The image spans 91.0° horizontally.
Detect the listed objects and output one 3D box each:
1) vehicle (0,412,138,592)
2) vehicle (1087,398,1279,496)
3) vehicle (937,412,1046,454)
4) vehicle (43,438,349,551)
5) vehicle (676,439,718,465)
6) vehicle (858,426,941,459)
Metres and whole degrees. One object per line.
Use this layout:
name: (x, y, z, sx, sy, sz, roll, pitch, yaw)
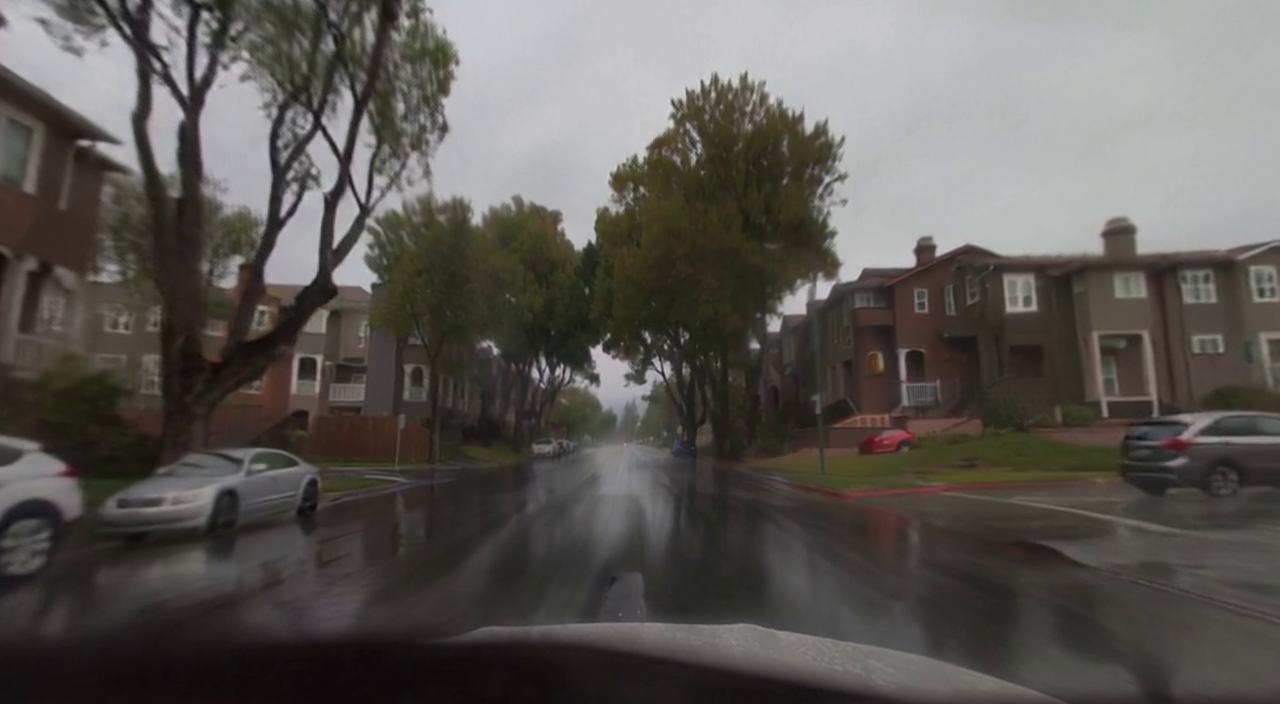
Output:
vehicle: (-7.414, 1.436, 5.722, 2.136, 1.758, 4.297, -2, -9, 0)
vehicle: (11.900, 1.843, 12.237, 4.726, 1.731, 2.075, 0, -8, 3)
vehicle: (18.066, 4.284, 32.810, 2.315, 1.991, 5.686, 0, -8, -1)
vehicle: (-7.223, 2.325, 11.080, 1.912, 1.466, 4.754, -2, -9, 1)
vehicle: (3.384, 6.013, 38.010, 1.956, 1.468, 4.698, 0, -8, -2)
vehicle: (13.158, 4.655, 32.327, 2.068, 1.522, 4.810, 0, -8, -2)
